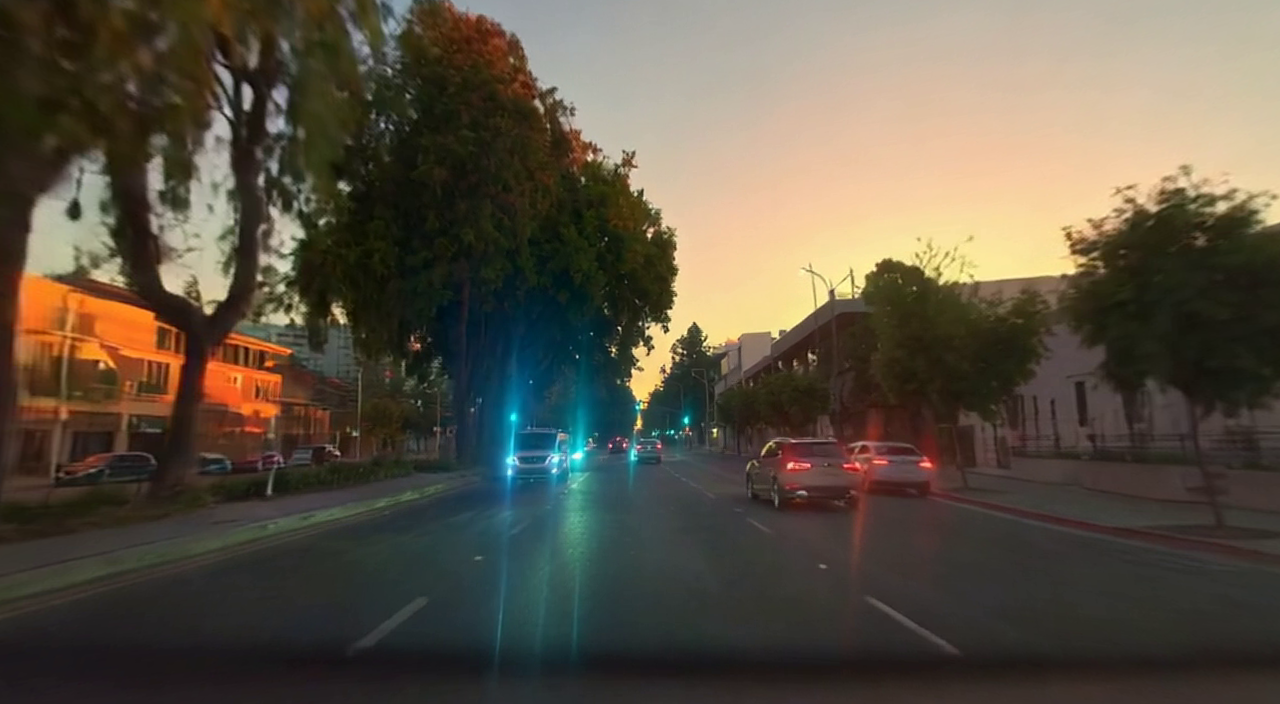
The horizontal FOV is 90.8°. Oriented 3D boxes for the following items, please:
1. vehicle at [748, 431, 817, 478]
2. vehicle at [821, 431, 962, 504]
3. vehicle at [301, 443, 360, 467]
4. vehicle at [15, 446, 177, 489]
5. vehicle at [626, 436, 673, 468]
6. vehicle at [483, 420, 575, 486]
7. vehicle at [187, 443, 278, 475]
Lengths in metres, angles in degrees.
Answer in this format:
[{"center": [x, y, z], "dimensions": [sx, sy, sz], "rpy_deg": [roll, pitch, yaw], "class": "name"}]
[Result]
[{"center": [6.308, 4.598, 28.491], "dimensions": [1.997, 1.943, 4.409], "rpy_deg": [0, -8, -1], "class": "vehicle"}, {"center": [6.579, 3.057, 17.094], "dimensions": [2.164, 1.727, 3.955], "rpy_deg": [0, -8, 0], "class": "vehicle"}, {"center": [-22.558, 7.524, 46.255], "dimensions": [2.148, 1.607, 4.428], "rpy_deg": [0, -8, -1], "class": "vehicle"}, {"center": [-22.073, 4.675, 26.021], "dimensions": [2.111, 1.554, 5.163], "rpy_deg": [0, -8, 0], "class": "vehicle"}, {"center": [0.416, 5.317, 33.651], "dimensions": [2.201, 1.589, 3.843], "rpy_deg": [0, -9, -4], "class": "vehicle"}, {"center": [-3.606, 3.401, 21.502], "dimensions": [2.223, 1.957, 4.845], "rpy_deg": [0, -8, 0], "class": "vehicle"}, {"center": [-22.342, 5.878, 34.876], "dimensions": [1.910, 1.632, 4.624], "rpy_deg": [0, -8, 0], "class": "vehicle"}]
